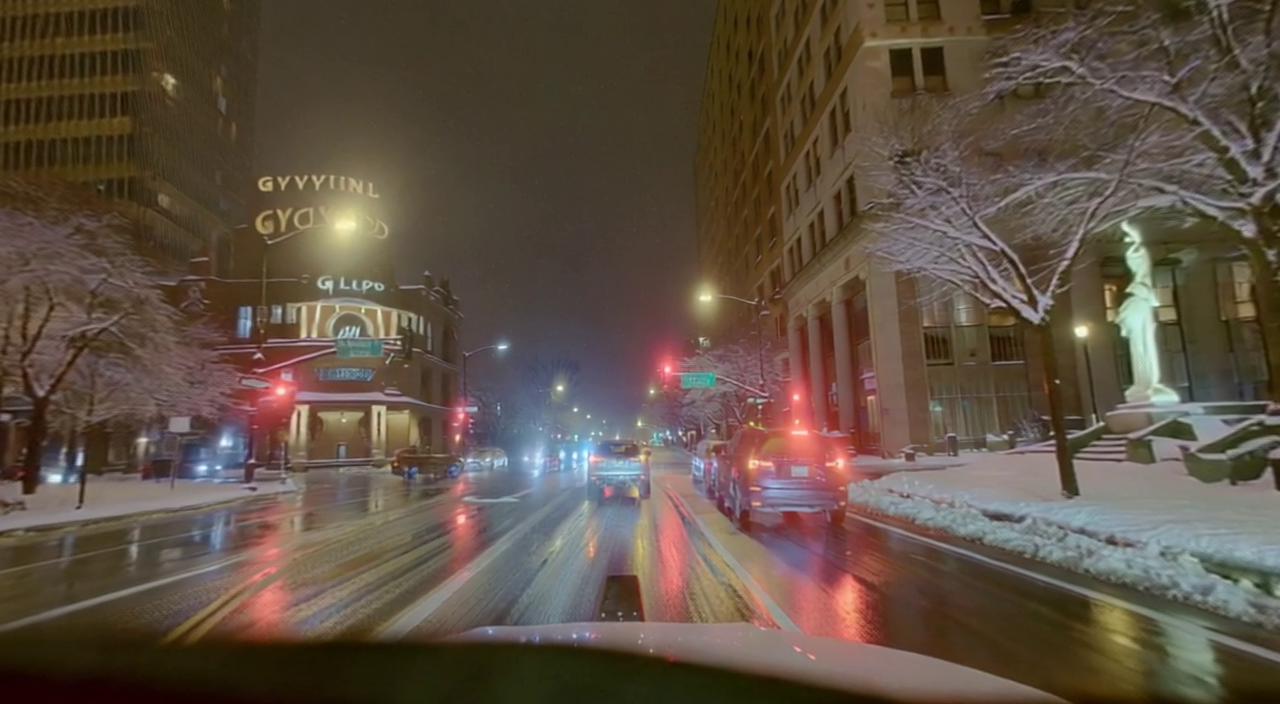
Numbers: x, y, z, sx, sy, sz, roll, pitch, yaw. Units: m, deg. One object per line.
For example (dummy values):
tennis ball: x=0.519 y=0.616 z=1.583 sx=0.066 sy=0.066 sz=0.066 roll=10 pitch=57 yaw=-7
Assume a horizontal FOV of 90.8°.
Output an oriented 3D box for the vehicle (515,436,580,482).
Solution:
vehicle: x=-3.592 y=4.249 z=25.395 sx=2.045 sy=1.633 sz=4.864 roll=0 pitch=-9 yaw=-2

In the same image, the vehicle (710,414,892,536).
vehicle: x=2.620 y=2.150 z=11.595 sx=2.096 sy=1.775 sz=4.440 roll=0 pitch=-9 yaw=-1

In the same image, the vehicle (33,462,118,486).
vehicle: x=-40.239 y=8.682 z=45.083 sx=4.224 sy=1.622 sz=1.808 roll=0 pitch=-9 yaw=0

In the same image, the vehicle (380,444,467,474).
vehicle: x=-13.384 y=6.617 z=39.367 sx=4.855 sy=1.769 sz=2.071 roll=2 pitch=-9 yaw=-11

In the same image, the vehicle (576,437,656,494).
vehicle: x=-0.639 y=3.305 z=18.734 sx=2.096 sy=1.492 sz=4.071 roll=0 pitch=-9 yaw=0

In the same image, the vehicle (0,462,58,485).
vehicle: x=-44.659 y=8.759 z=45.547 sx=3.671 sy=1.498 sz=1.670 roll=1 pitch=-9 yaw=3

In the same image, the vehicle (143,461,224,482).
vehicle: x=-32.490 y=8.487 z=45.023 sx=4.392 sy=1.427 sz=1.764 roll=0 pitch=-9 yaw=0
